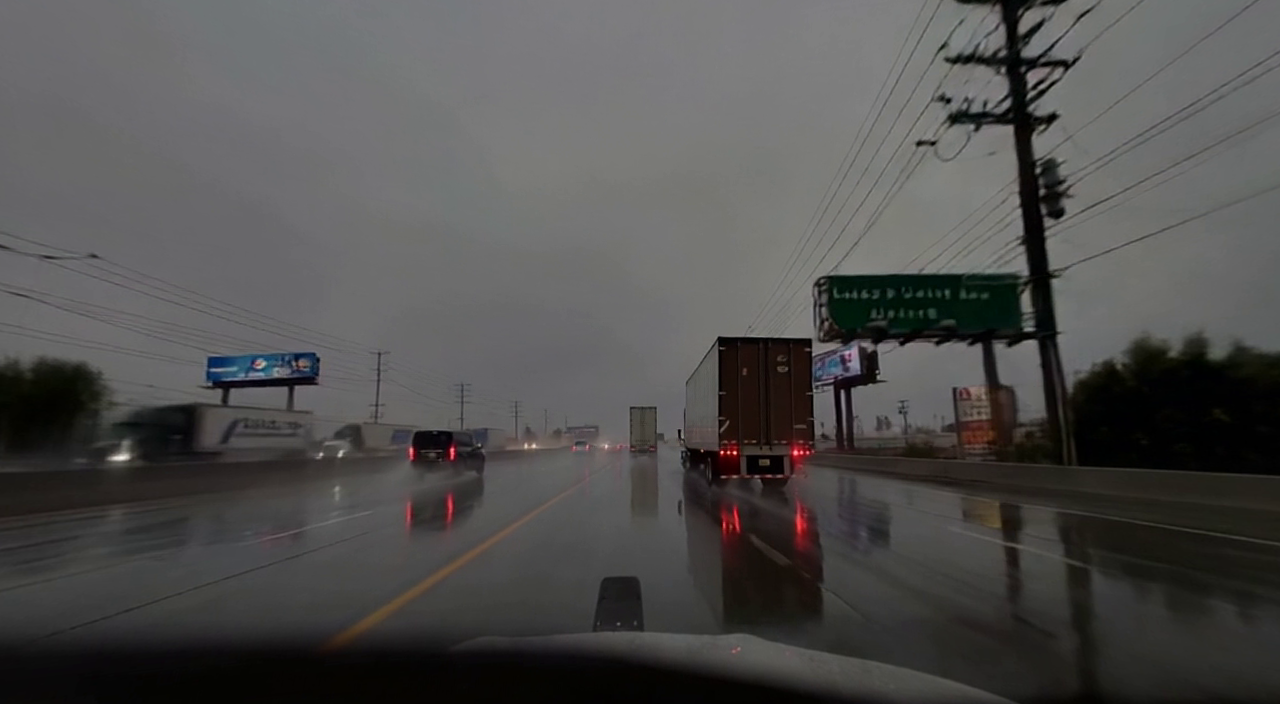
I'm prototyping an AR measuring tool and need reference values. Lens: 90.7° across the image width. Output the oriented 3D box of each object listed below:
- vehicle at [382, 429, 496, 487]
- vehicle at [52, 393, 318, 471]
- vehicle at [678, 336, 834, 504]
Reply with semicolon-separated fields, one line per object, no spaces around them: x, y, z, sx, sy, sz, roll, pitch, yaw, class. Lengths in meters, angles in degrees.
-7.386;3.973;24.079;2.425;1.917;5.647;0;-9;1;vehicle
-24.862;4.879;37.095;2.825;3.528;17.027;0;-9;1;vehicle
3.358;2.874;24.008;2.892;4.152;16.575;0;-8;0;vehicle
